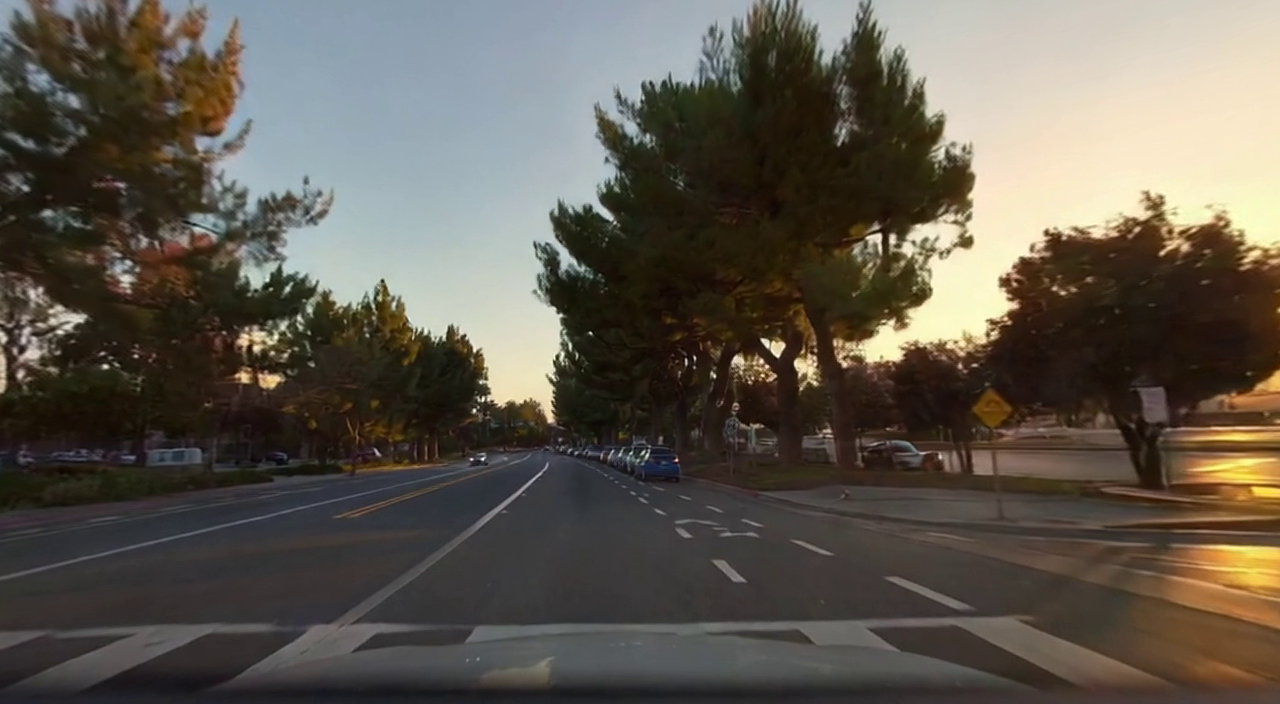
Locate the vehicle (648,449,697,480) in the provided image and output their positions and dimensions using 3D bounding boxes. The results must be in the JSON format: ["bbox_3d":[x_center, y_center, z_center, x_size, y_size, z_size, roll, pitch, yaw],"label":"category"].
[{"bbox_3d":[1.638,5.892,33.352,1.866,1.492,4.093,1,-8,-7],"label":"vehicle"}]

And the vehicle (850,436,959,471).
[{"bbox_3d":[12.137,4.678,29.152,4.201,1.546,1.749,0,-8,-5],"label":"vehicle"}]
